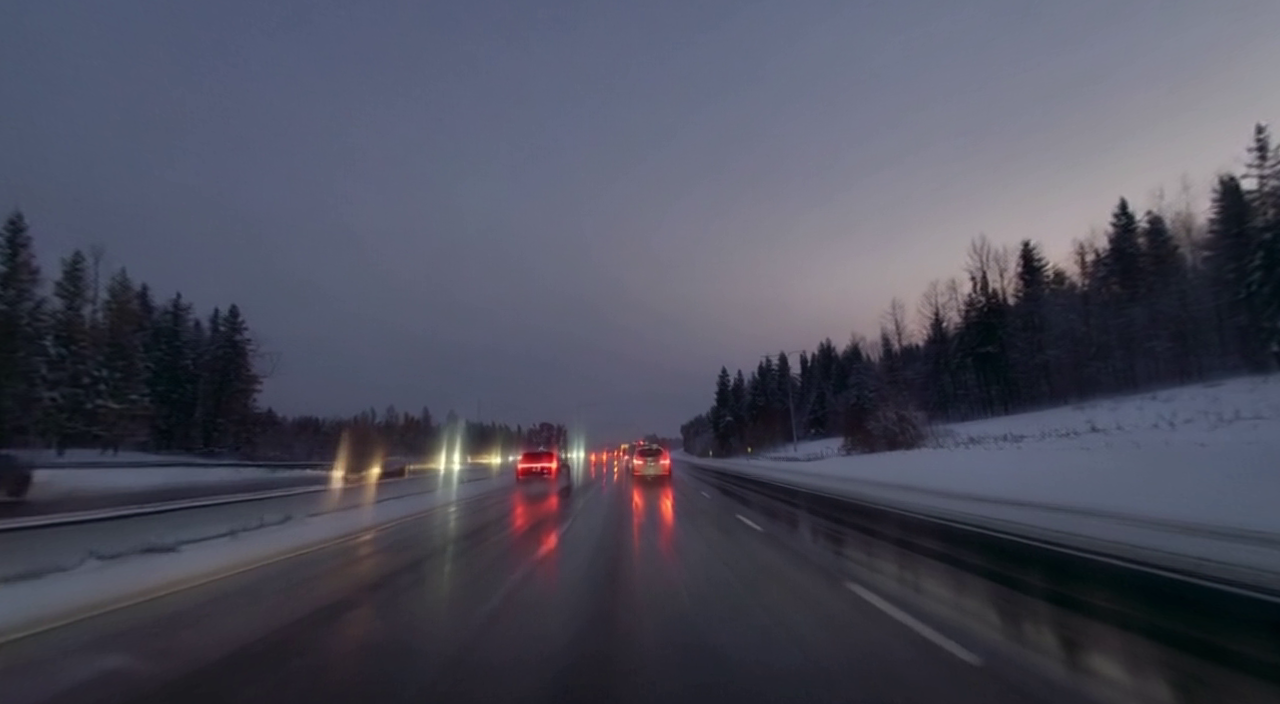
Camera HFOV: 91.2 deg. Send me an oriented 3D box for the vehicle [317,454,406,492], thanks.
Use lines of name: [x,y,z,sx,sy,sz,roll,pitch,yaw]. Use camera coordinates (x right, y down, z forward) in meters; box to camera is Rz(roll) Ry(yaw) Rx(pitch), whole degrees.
vehicle: [-12.483,5.443,28.467,1.954,1.514,4.517,-1,-9,0]

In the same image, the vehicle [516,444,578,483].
vehicle: [-3.875,4.762,26.983,1.940,1.502,4.463,-1,-9,1]

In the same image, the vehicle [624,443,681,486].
vehicle: [0.416,4.366,24.616,2.015,1.526,4.286,0,-9,-1]
